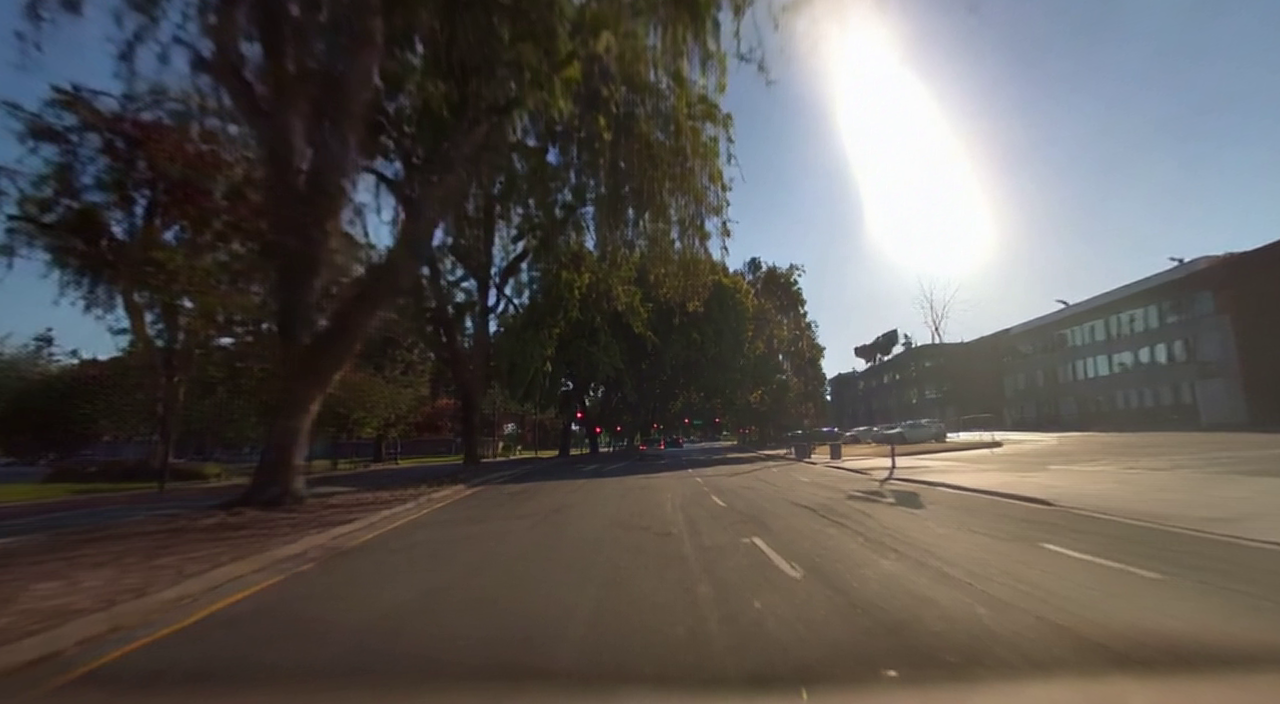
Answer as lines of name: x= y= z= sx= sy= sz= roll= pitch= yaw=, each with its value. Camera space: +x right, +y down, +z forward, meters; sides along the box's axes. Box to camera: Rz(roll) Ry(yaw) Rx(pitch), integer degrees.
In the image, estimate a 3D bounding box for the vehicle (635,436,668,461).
vehicle: x=0.848 y=6.551 z=43.020 sx=2.037 sy=1.568 sz=3.693 roll=-1 pitch=-8 yaw=4
